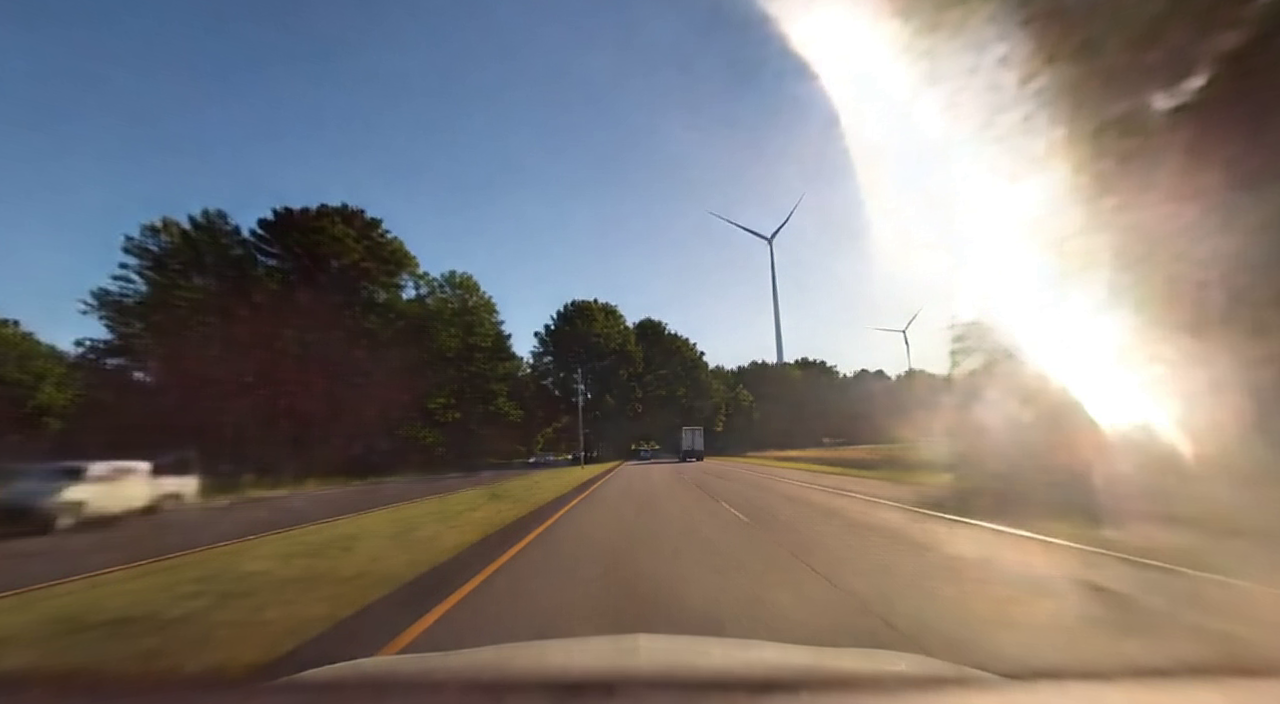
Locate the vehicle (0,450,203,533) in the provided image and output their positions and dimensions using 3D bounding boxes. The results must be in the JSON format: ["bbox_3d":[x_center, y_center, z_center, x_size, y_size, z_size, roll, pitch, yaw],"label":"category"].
[{"bbox_3d":[-15.243,3.807,17.898,2.094,1.999,4.762,-1,-9,1],"label":"vehicle"}]
